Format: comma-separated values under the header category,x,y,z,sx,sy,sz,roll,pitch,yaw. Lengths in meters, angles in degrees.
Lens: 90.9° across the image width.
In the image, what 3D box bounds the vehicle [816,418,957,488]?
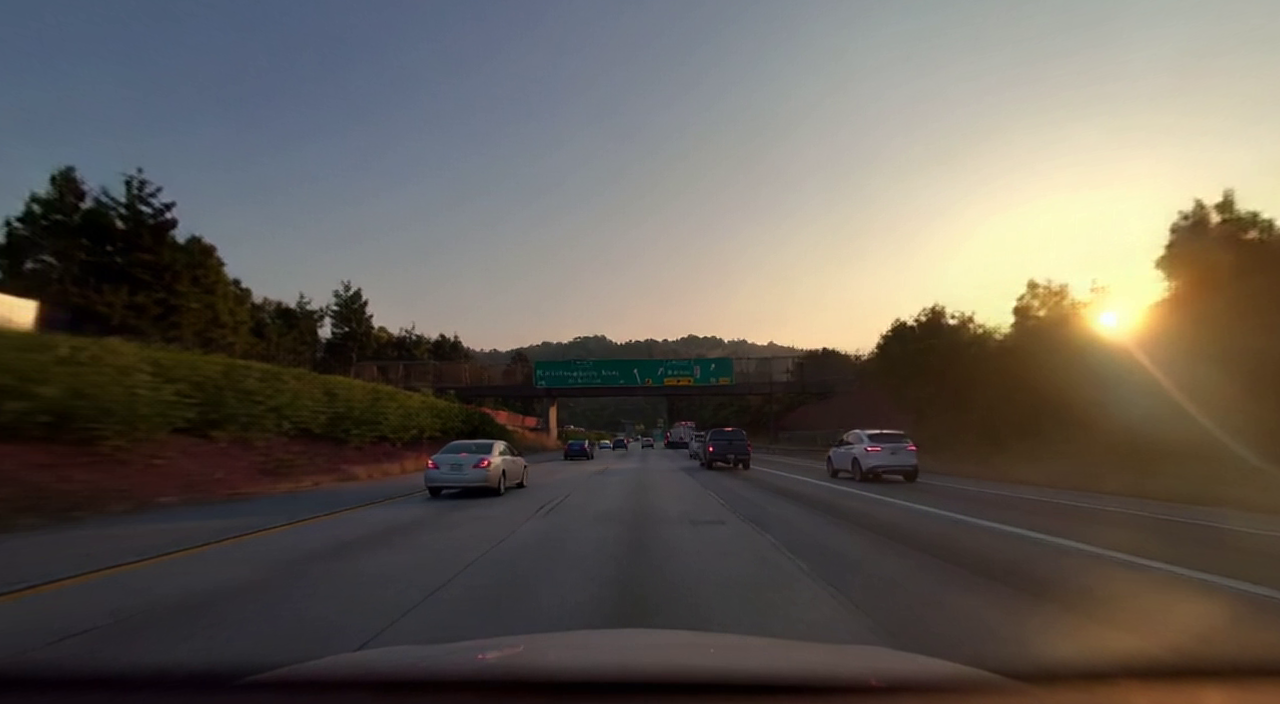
category,x,y,z,sx,sy,sz,roll,pitch,yaw
vehicle,7.764,3.275,20.712,2.291,1.968,5.662,0,-8,0

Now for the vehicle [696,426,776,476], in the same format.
category,x,y,z,sx,sy,sz,roll,pitch,yaw
vehicle,4.012,4.292,27.527,2.517,1.935,5.552,0,-8,-1

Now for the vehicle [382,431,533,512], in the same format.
category,x,y,z,sx,sy,sz,roll,pitch,yaw
vehicle,-3.724,2.507,13.741,1.978,1.473,4.073,0,-8,1

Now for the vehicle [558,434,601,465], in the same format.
category,x,y,z,sx,sy,sz,roll,pitch,yaw
vehicle,-3.420,5.629,36.497,2.020,1.628,4.248,0,-8,1
